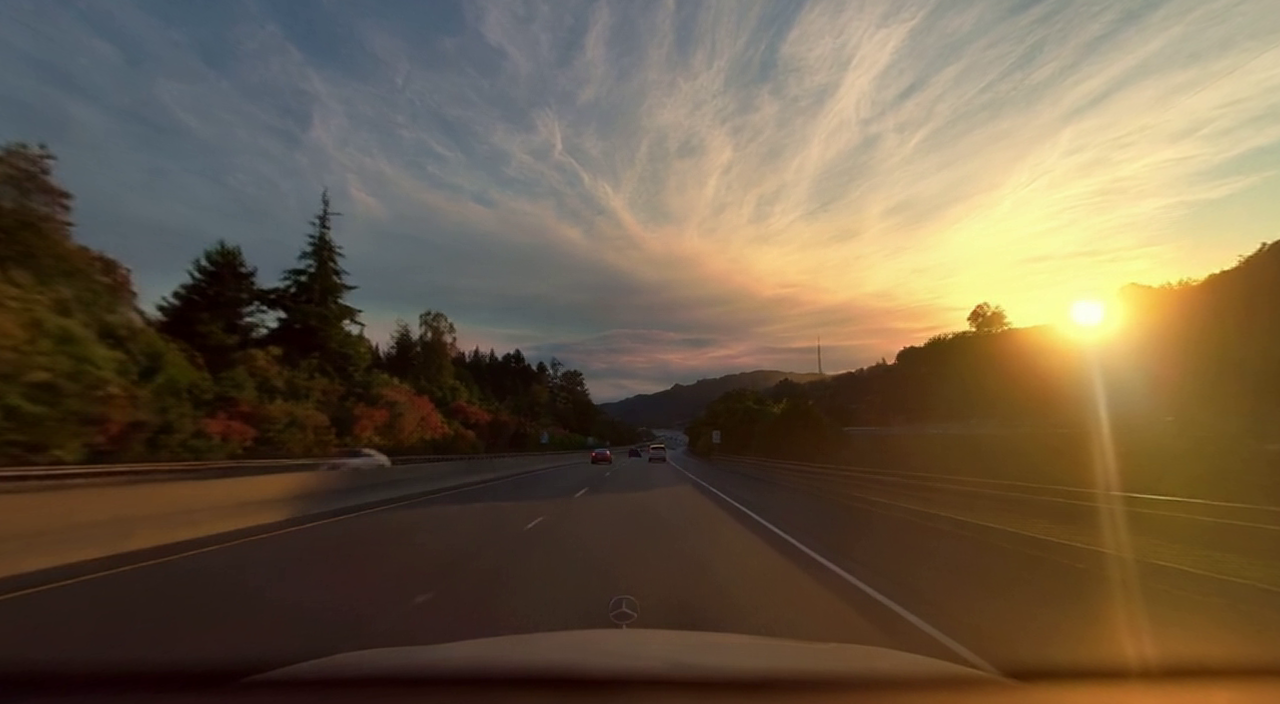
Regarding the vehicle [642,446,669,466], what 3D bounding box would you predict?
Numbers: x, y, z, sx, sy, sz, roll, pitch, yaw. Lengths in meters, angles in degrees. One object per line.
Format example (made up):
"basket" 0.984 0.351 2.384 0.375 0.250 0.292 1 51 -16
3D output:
"vehicle" 1.168 7.983 48.353 1.934 1.488 3.832 0 -9 1
